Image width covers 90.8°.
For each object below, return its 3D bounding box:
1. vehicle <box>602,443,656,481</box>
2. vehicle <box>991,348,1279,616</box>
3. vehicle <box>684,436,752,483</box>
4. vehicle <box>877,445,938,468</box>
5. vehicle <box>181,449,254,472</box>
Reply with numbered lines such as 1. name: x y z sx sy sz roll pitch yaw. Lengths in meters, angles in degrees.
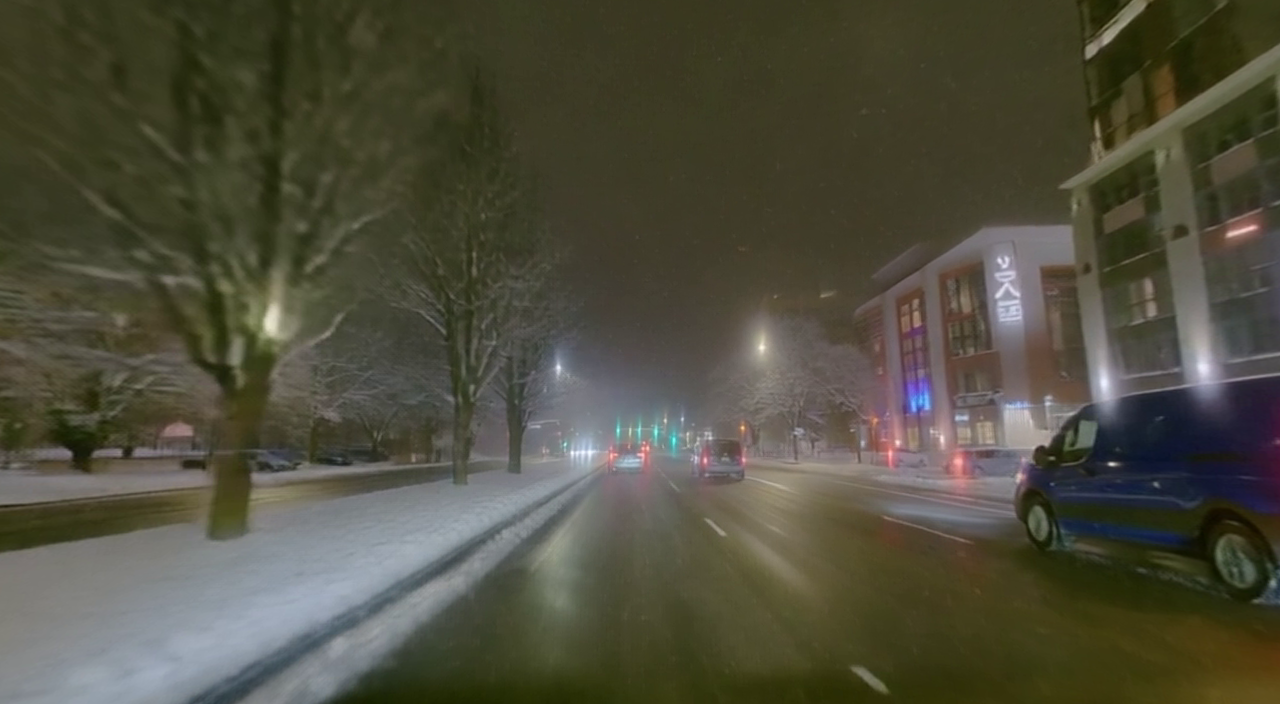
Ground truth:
1. vehicle: -0.454 4.605 26.649 2.095 1.456 3.873 0 -8 -1
2. vehicle: 6.417 1.219 6.289 2.573 2.127 5.568 0 -8 0
3. vehicle: 3.011 4.290 25.460 2.047 1.711 4.265 0 -8 -2
4. vehicle: 18.344 7.185 43.586 2.017 1.466 4.733 0 -8 -3
5. vehicle: -29.087 7.441 43.716 1.877 1.455 4.629 0 -8 0
